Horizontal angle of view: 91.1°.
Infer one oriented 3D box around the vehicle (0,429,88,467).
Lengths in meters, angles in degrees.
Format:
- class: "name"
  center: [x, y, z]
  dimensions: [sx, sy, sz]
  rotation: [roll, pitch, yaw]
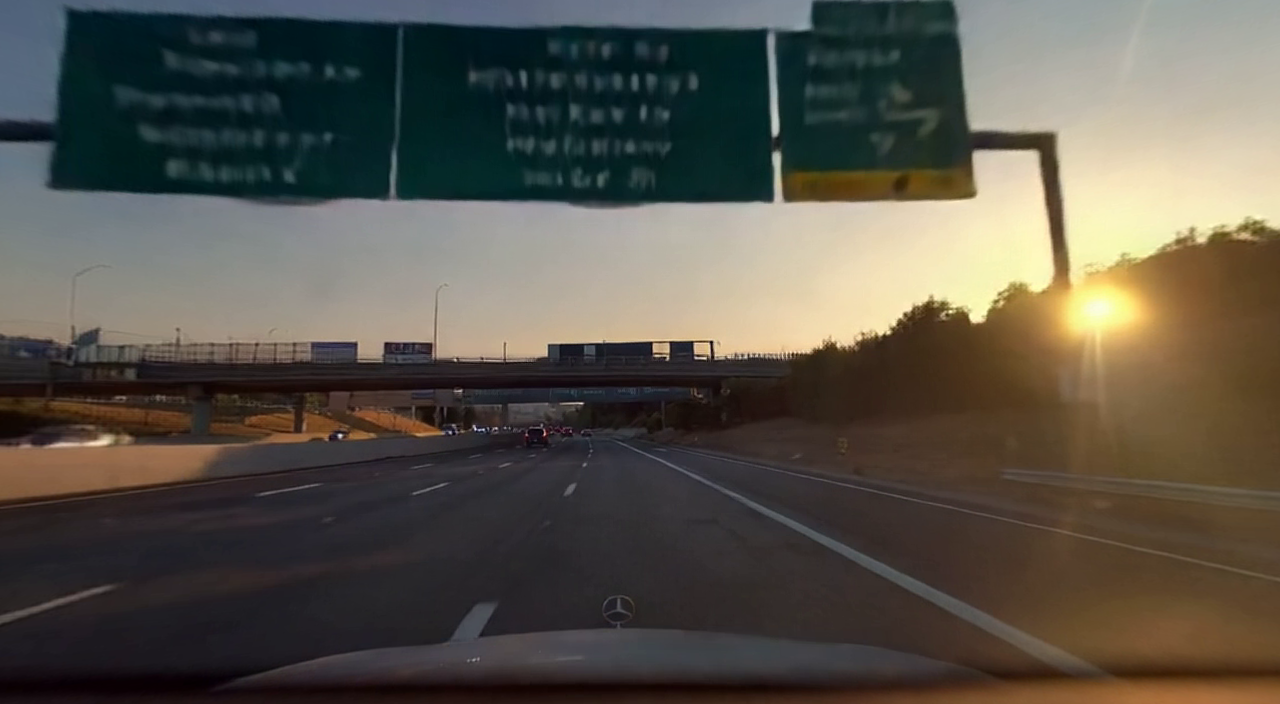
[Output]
- class: "vehicle"
  center: [-25.361, 3.950, 26.005]
  dimensions: [1.866, 1.461, 3.563]
  rotation: [0, -8, -2]
